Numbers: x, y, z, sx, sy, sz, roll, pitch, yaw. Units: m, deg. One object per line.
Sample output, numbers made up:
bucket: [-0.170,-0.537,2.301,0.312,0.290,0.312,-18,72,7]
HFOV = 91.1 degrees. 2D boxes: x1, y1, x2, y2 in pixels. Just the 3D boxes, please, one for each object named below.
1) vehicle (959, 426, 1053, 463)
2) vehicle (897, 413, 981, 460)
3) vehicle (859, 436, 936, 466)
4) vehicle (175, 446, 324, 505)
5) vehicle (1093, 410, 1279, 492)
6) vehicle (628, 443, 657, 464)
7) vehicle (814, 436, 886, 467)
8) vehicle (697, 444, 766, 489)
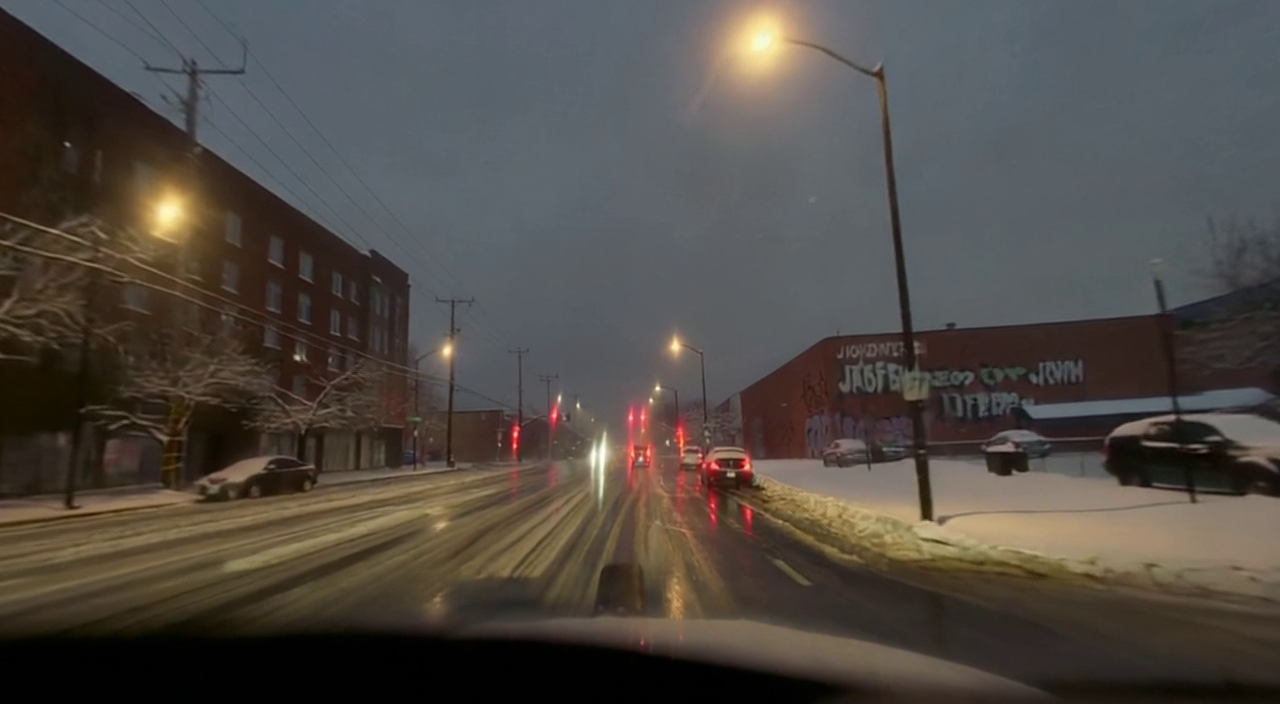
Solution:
vehicle: [18.353,4.659,31.772,2.002,1.731,4.413,0,-8,-1]
vehicle: [15.747,4.522,33.405,1.969,2.282,4.731,0,-8,-2]
vehicle: [13.410,5.166,33.010,1.819,1.450,4.707,0,-8,-4]
vehicle: [-15.192,4.781,24.967,2.048,1.814,5.998,-6,-8,1]
vehicle: [12.447,2.102,13.430,4.312,1.578,2.006,-6,-10,35]
vehicle: [0.225,7.814,48.424,2.153,1.505,4.452,0,-8,0]
vehicle: [11.037,5.268,33.377,1.956,1.514,4.862,0,-8,-2]
vehicle: [3.379,4.321,24.038,2.062,1.535,4.206,0,-8,0]
